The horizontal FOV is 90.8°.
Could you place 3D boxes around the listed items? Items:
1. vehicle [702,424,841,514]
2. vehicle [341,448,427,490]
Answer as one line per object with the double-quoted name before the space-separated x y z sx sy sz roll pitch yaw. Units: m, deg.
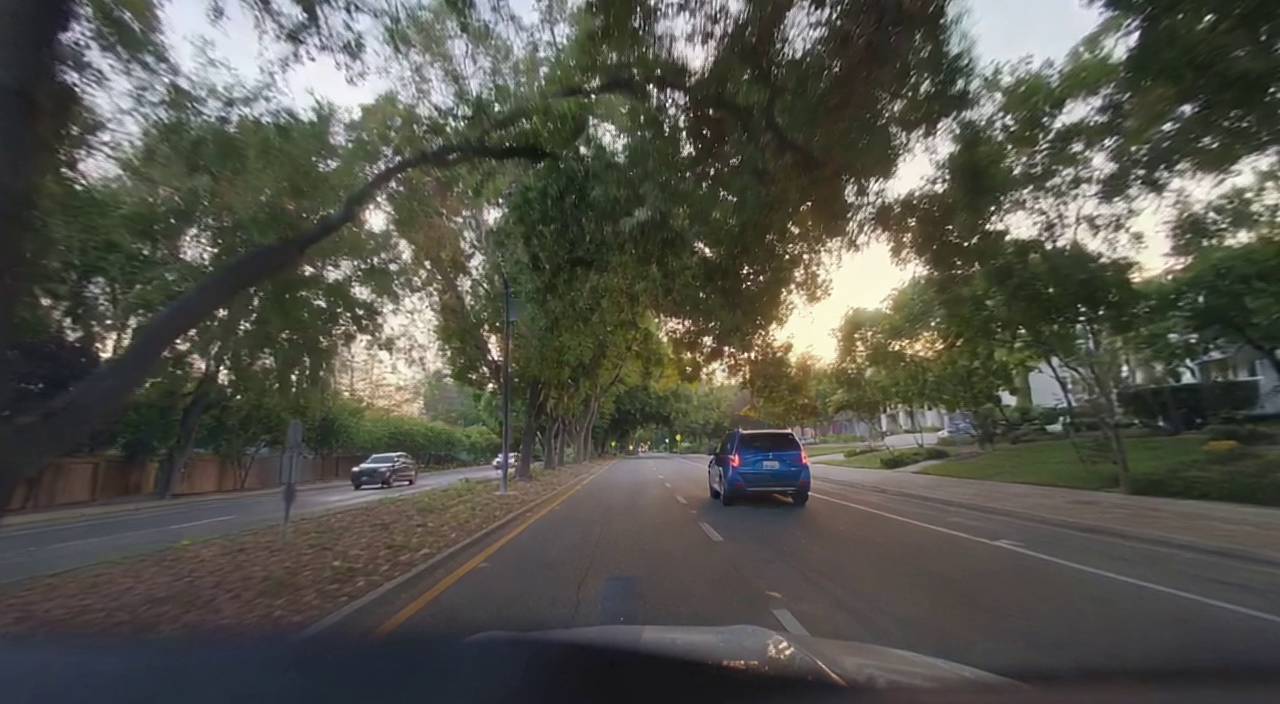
"vehicle" 2.763 2.593 14.462 2.164 1.725 4.285 0 -9 -1
"vehicle" -11.475 5.238 28.658 2.003 1.733 4.392 0 -9 1
